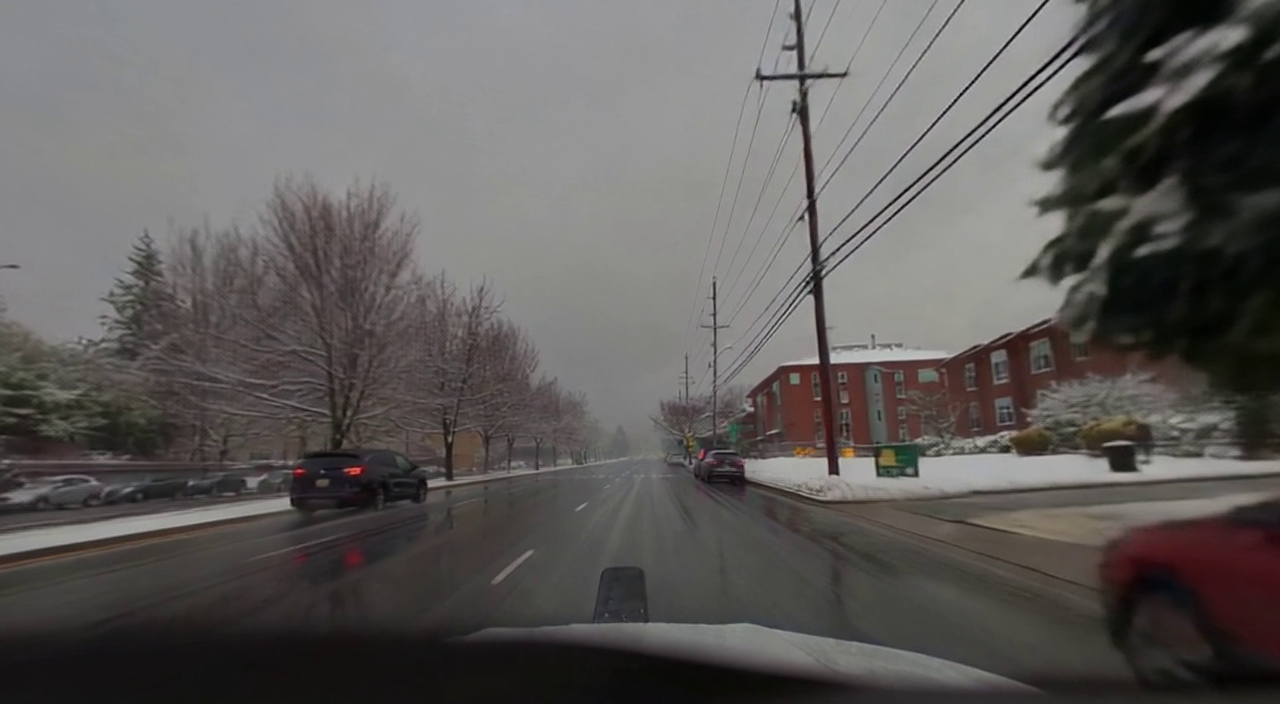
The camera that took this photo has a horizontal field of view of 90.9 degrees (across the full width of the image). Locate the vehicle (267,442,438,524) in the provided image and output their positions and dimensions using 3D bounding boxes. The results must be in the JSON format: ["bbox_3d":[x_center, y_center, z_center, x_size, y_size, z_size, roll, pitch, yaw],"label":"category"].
[{"bbox_3d":[-6.691,3.050,15.380,2.000,1.671,4.497,-1,-8,1],"label":"vehicle"}]

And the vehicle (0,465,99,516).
[{"bbox_3d":[-25.659,5.716,26.325,1.894,1.787,4.711,-1,-8,1],"label":"vehicle"}]

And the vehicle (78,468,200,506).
[{"bbox_3d":[-25.614,6.888,32.566,1.912,1.538,5.264,-1,-8,1],"label":"vehicle"}]

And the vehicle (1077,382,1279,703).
[{"bbox_3d":[3.508,0.767,1.471,2.022,1.592,4.111,-1,-8,1],"label":"vehicle"}]

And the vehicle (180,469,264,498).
[{"bbox_3d":[-25.532,8.044,38.733,1.883,1.451,4.676,-1,-8,1],"label":"vehicle"}]

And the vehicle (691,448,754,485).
[{"bbox_3d":[3.641,5.145,28.648,2.259,1.500,4.474,0,-8,0],"label":"vehicle"}]
